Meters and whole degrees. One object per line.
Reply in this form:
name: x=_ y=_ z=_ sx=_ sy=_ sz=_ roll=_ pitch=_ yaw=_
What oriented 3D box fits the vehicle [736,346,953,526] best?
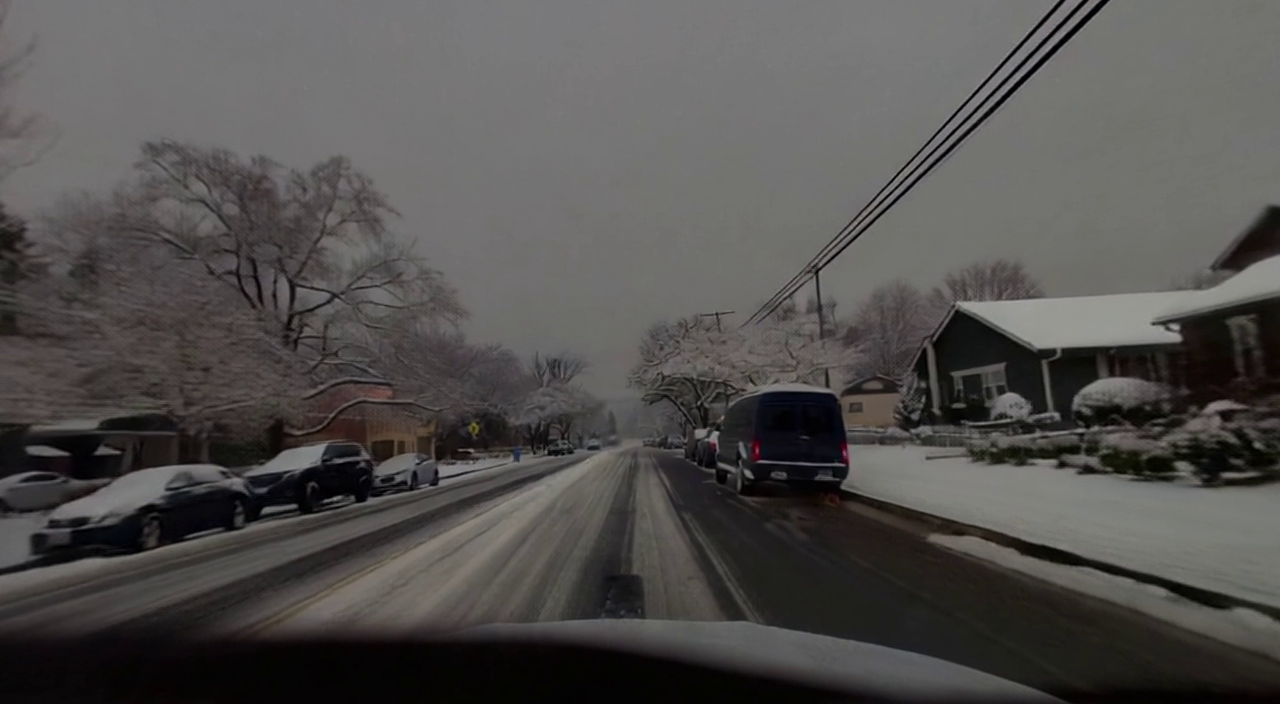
vehicle: x=3.072 y=1.413 z=10.584 sx=2.233 sy=2.453 sz=3.787 roll=0 pitch=-9 yaw=-1

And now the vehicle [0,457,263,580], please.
vehicle: x=-8.391 y=2.620 z=10.655 sx=1.821 sy=1.476 sz=4.060 roll=-5 pitch=-8 yaw=-4

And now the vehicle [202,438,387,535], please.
vehicle: x=-8.534 y=3.253 z=16.192 sx=2.163 sy=1.841 sz=4.679 roll=-6 pitch=-7 yaw=-1

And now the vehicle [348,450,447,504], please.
vehicle: x=-8.402 y=4.316 z=22.281 sx=1.839 sy=1.384 sz=4.124 roll=-7 pitch=-7 yaw=-2
